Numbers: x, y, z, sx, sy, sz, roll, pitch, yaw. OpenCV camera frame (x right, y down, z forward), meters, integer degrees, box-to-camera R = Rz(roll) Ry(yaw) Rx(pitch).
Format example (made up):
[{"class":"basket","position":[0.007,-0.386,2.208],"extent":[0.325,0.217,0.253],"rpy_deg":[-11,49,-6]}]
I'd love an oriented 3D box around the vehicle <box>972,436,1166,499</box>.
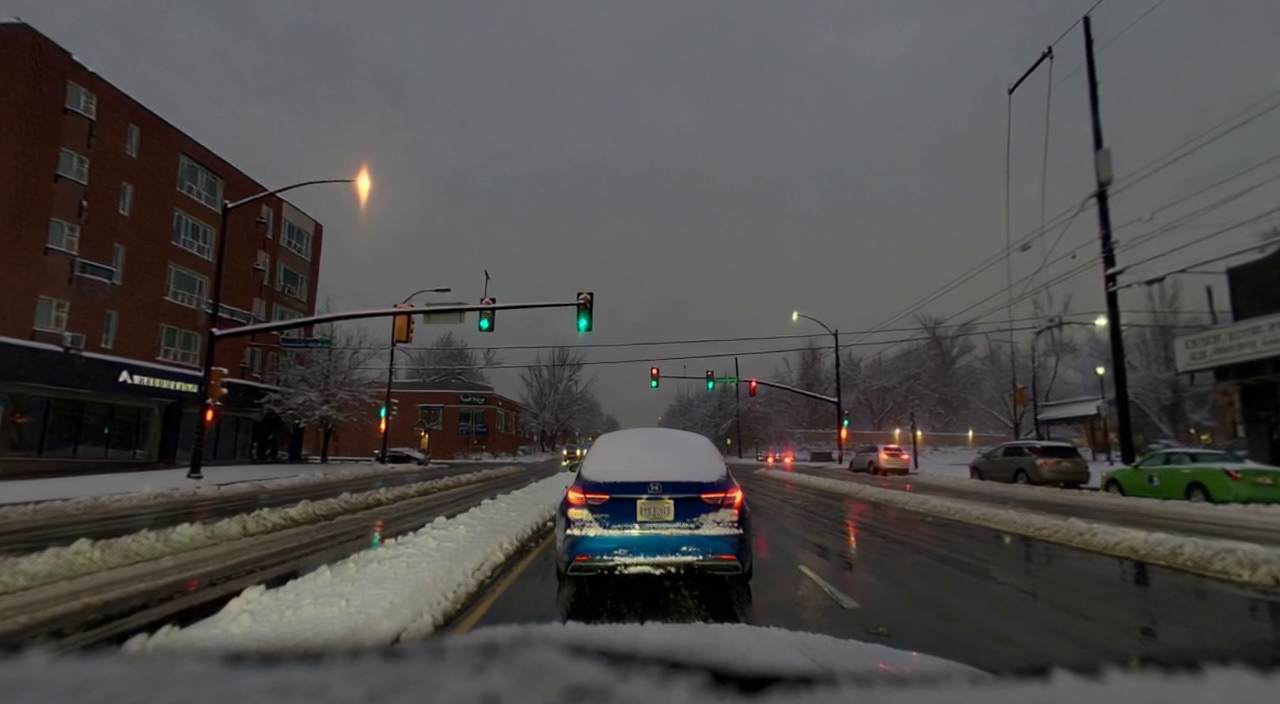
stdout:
[{"class":"vehicle","position":[14.064,3.820,21.376],"extent":[2.309,1.819,5.793],"rpy_deg":[1,-9,-3]}]

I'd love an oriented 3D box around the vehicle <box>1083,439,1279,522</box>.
[{"class":"vehicle","position":[14.140,3.103,15.908],"extent":[2.235,1.721,5.230],"rpy_deg":[0,-9,1]}]

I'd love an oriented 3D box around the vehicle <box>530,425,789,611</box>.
[{"class":"vehicle","position":[0.121,1.656,7.256],"extent":[2.067,1.471,4.241],"rpy_deg":[0,-9,-1]}]
